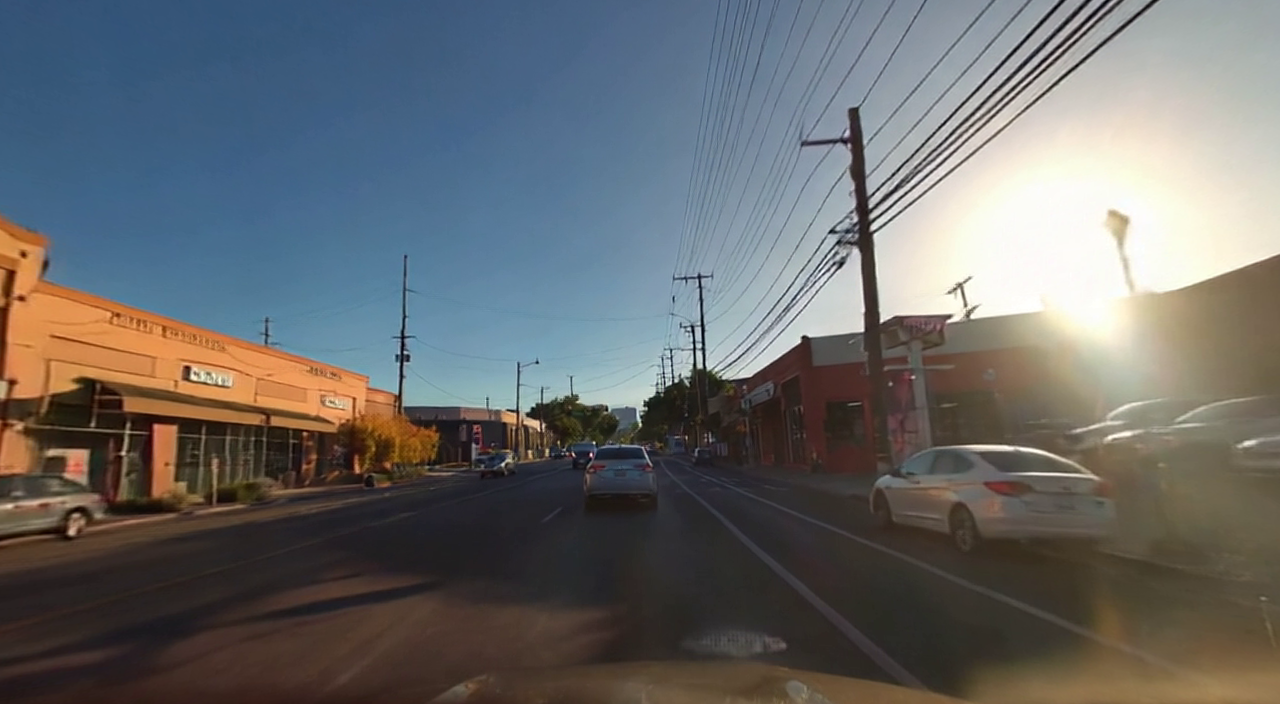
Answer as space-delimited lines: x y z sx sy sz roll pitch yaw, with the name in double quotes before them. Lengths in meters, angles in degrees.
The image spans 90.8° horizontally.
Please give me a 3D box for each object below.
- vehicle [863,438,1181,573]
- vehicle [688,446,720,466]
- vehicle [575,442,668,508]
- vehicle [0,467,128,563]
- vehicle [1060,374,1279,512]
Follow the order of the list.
"vehicle" 5.225 2.113 9.613 1.937 1.523 4.541 0 -9 -1
"vehicle" 4.852 7.916 48.211 1.908 1.470 3.935 0 -9 -2
"vehicle" -0.436 3.092 16.400 2.116 1.479 3.980 0 -8 0
"vehicle" -11.499 2.807 10.852 1.817 1.480 4.282 0 -8 0
"vehicle" 11.252 1.755 12.102 2.329 2.145 5.841 0 -9 0
